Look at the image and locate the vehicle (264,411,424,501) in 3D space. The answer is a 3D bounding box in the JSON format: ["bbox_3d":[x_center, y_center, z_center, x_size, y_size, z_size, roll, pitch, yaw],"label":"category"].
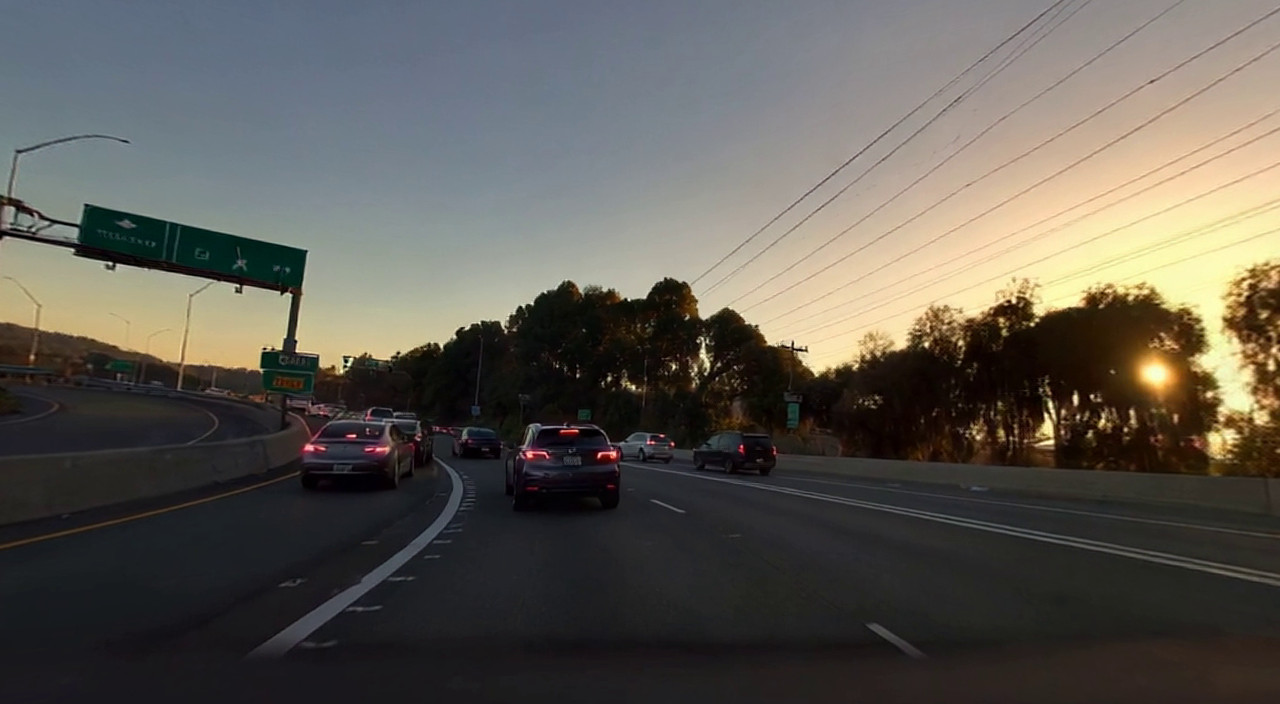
[{"bbox_3d":[-5.831,2.103,13.106,2.033,1.501,4.623,2,-9,-13],"label":"vehicle"}]

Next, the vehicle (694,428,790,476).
[{"bbox_3d":[4.153,4.195,26.628,2.079,1.807,4.682,2,-9,-17],"label":"vehicle"}]

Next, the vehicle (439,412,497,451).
[{"bbox_3d":[-8.859,4.104,32.215,2.042,1.817,4.650,4,-9,-25],"label":"vehicle"}]

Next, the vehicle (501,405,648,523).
[{"bbox_3d":[-1.412,1.981,11.646,2.140,1.724,4.304,2,-9,-13],"label":"vehicle"}]
